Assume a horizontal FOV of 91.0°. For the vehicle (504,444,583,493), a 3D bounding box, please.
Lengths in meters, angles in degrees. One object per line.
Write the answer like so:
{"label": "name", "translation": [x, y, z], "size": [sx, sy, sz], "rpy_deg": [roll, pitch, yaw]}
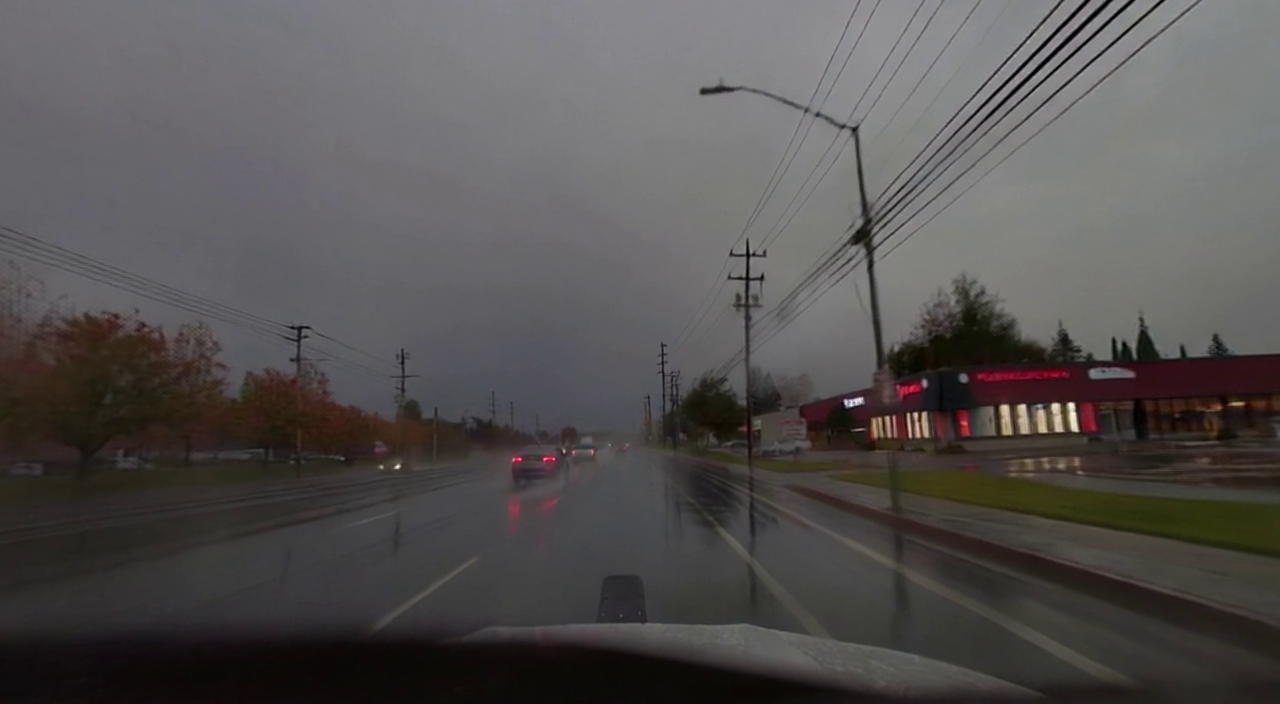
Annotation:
{"label": "vehicle", "translation": [-3.129, 3.876, 21.389], "size": [1.942, 1.469, 4.426], "rpy_deg": [0, -9, 0]}
